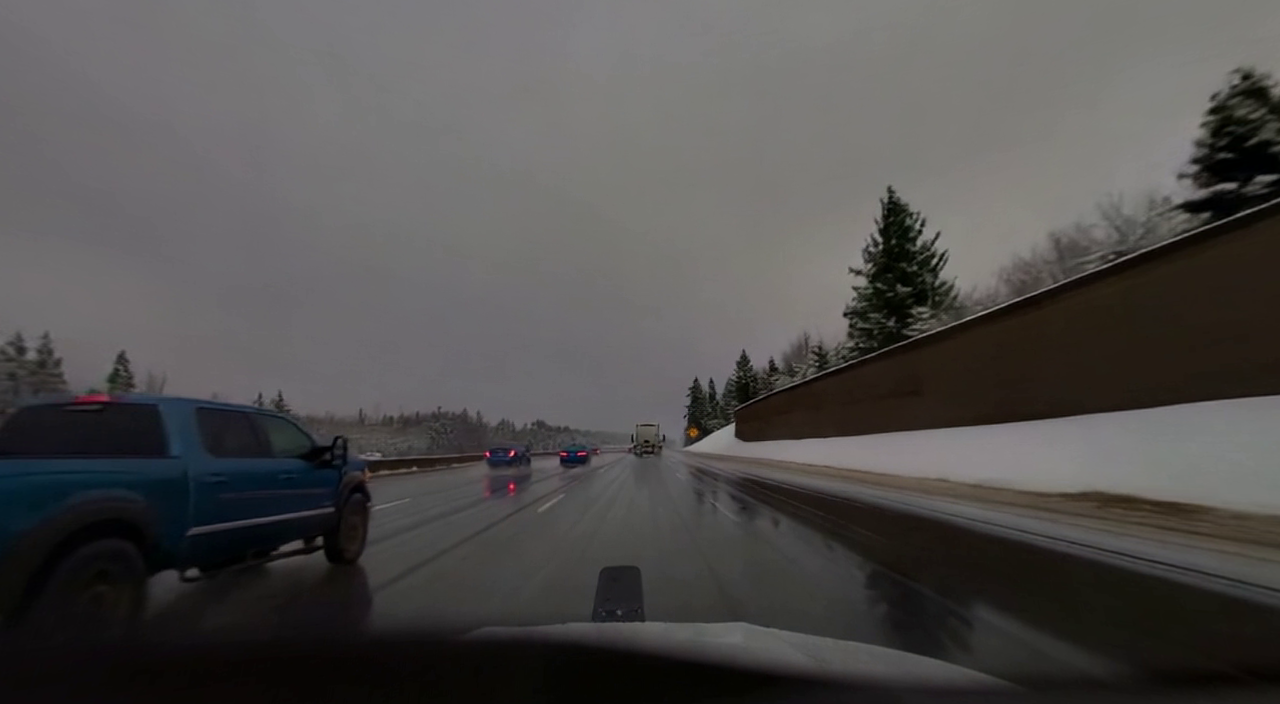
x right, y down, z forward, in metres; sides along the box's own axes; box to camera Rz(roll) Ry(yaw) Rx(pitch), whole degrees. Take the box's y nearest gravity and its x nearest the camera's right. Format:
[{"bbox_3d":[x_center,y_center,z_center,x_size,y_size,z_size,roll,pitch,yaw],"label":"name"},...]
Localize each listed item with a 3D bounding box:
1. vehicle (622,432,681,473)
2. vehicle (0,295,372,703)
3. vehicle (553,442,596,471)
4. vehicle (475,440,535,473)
[{"bbox_3d":[0.539,5.271,33.174,2.856,1.994,4.931,0,-9,0],"label":"vehicle"},{"bbox_3d":[-4.351,0.920,4.373,2.368,2.003,5.844,0,-9,0],"label":"vehicle"},{"bbox_3d":[-3.662,5.955,36.036,2.000,1.512,4.371,0,-9,0],"label":"vehicle"},{"bbox_3d":[-7.301,5.682,34.506,2.189,1.673,4.699,0,-9,1],"label":"vehicle"}]
